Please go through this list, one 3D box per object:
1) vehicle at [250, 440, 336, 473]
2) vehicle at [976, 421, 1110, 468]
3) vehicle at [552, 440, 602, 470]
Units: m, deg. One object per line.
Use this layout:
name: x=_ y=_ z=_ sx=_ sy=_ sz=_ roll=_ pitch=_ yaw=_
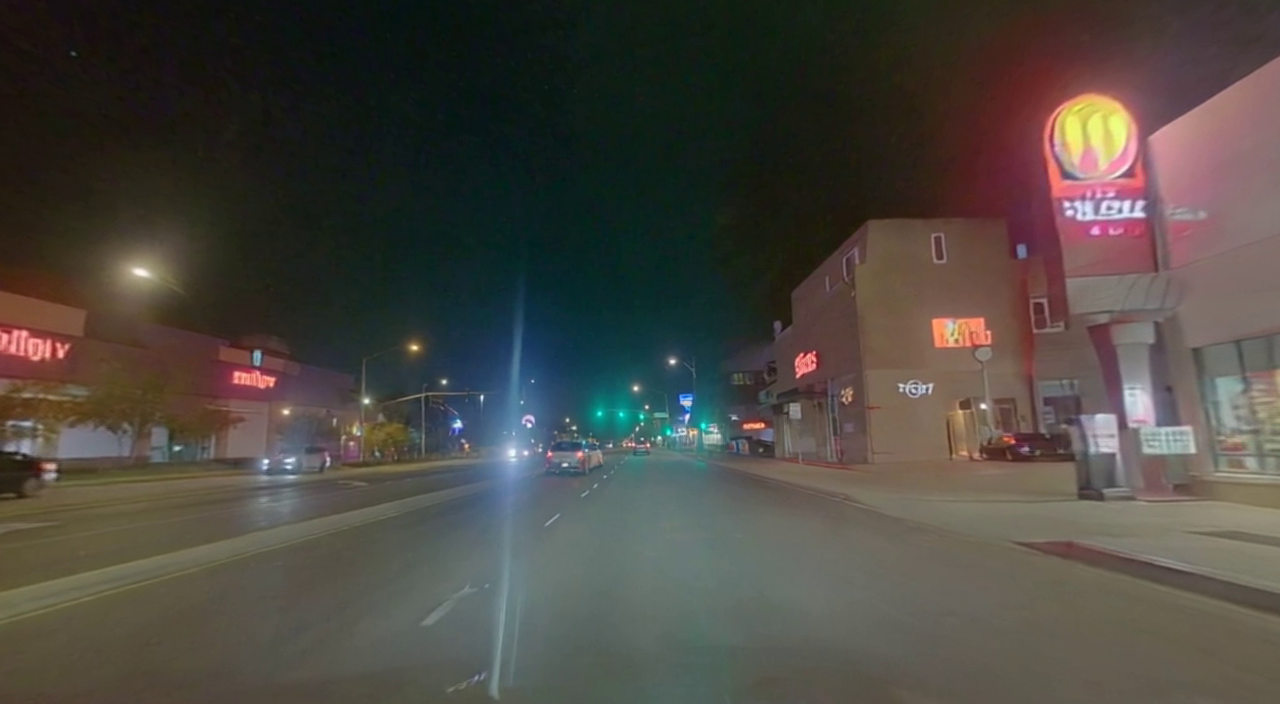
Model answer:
vehicle: x=-21.076 y=6.364 z=38.676 sx=2.211 sy=1.813 sz=4.818 roll=-1 pitch=-9 yaw=4
vehicle: x=14.793 y=3.449 z=23.665 sx=2.036 sy=1.520 sz=5.417 roll=-1 pitch=-8 yaw=7
vehicle: x=-3.229 y=5.435 z=33.518 sx=2.179 sy=1.490 sz=4.742 roll=0 pitch=-9 yaw=0
